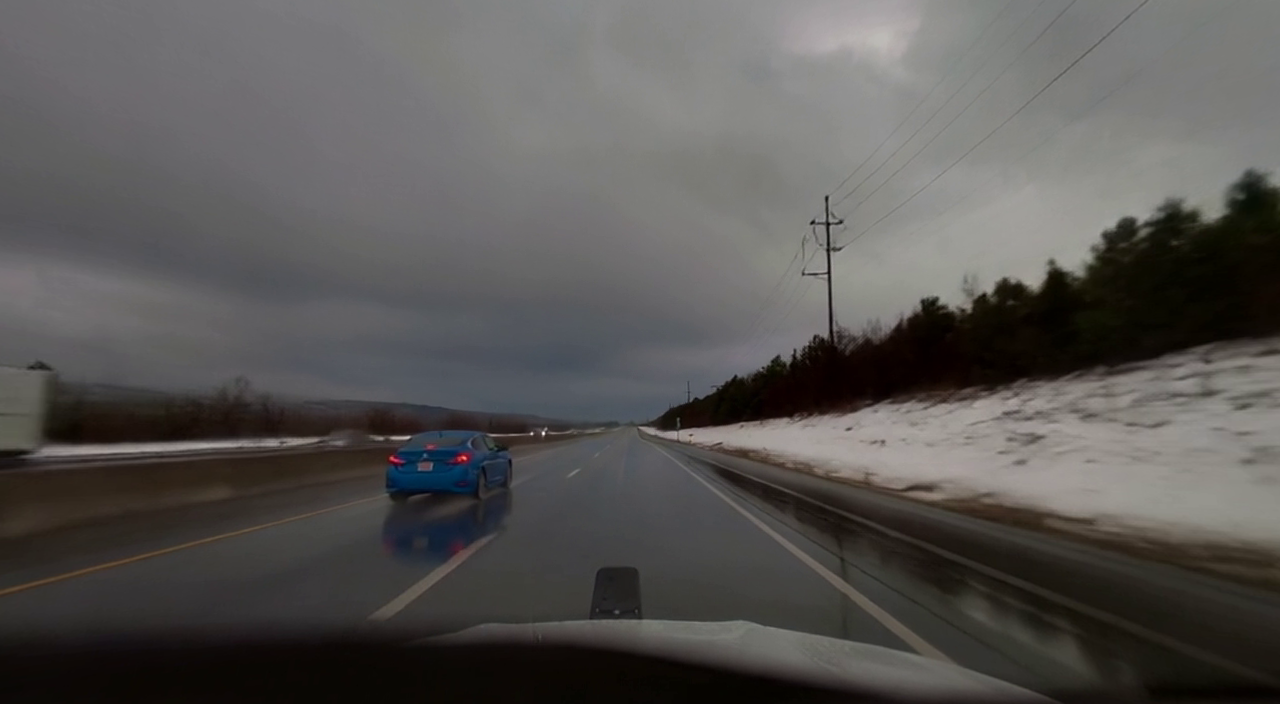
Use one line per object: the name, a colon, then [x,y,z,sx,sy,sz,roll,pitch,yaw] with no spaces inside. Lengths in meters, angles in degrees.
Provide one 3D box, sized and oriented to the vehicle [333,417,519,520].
vehicle: [-3.606,2.018,11.491,1.999,1.536,3.969,0,-8,0]
